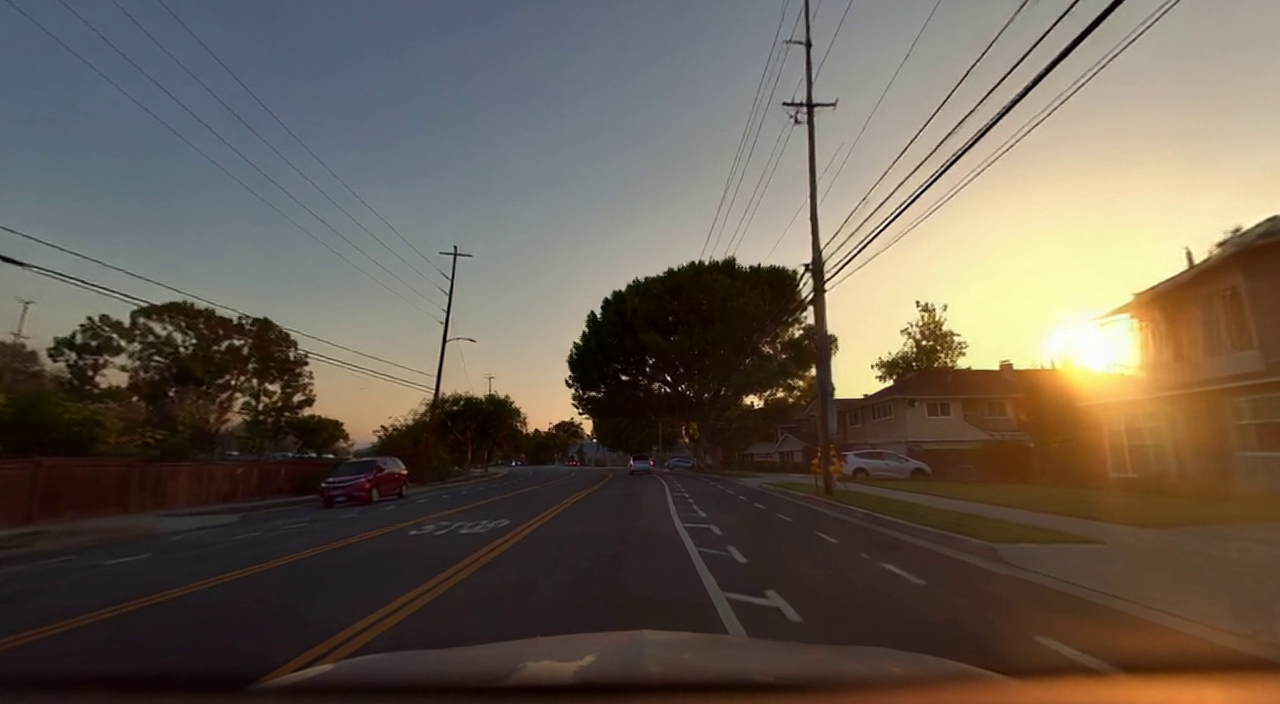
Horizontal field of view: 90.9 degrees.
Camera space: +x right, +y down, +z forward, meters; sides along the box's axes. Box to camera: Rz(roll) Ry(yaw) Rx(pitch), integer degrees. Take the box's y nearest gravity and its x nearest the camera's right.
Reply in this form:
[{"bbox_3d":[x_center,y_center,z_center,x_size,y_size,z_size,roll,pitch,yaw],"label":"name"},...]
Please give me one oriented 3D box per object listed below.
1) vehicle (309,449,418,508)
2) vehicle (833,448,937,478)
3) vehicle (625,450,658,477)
[{"bbox_3d":[-10.974,5.008,25.532,1.998,2.047,5.167,0,-8,1],"label":"vehicle"},{"bbox_3d":[12.788,5.815,33.092,4.648,1.511,1.919,0,-8,-2],"label":"vehicle"},{"bbox_3d":[0.132,8.213,46.835,2.284,1.741,4.702,2,-8,1],"label":"vehicle"}]
